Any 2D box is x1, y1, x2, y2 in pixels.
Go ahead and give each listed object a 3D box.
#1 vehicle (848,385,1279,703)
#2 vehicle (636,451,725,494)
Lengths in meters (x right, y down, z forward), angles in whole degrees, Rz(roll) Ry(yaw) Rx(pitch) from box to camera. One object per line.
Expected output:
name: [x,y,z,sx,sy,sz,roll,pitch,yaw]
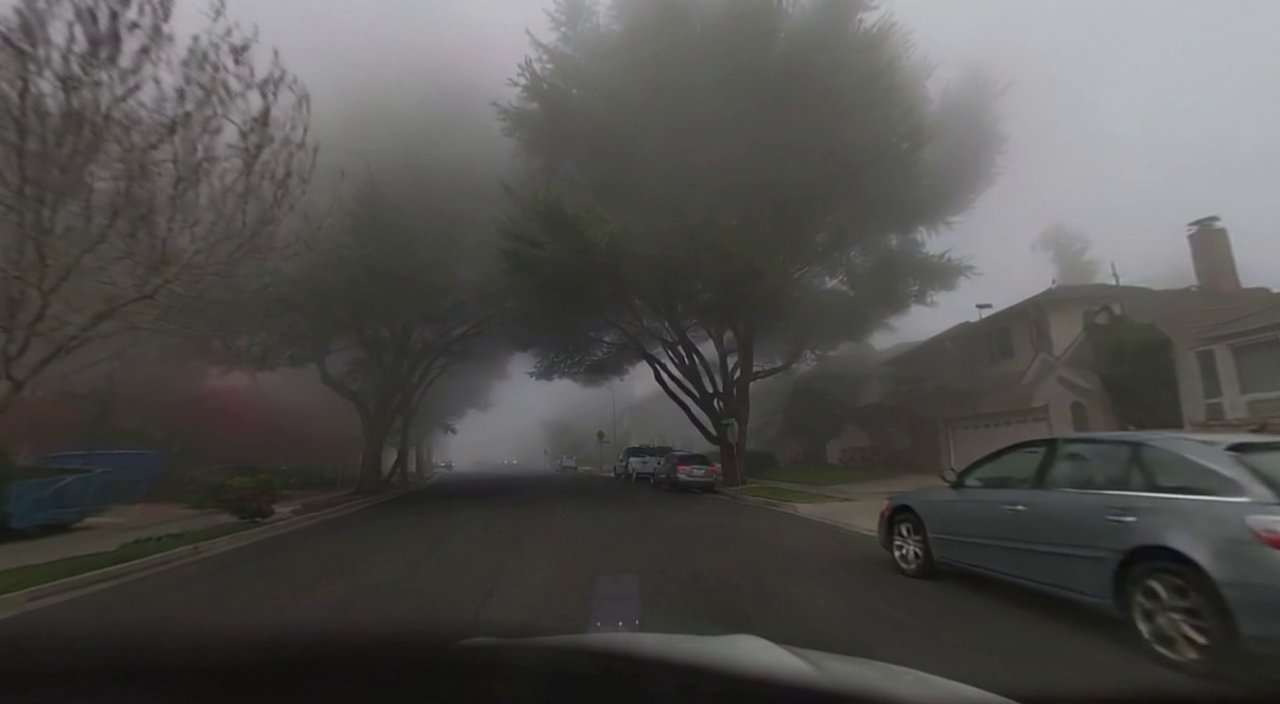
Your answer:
vehicle: [4.081,1.410,5.628,2.111,1.771,4.942,1,-9,-9]
vehicle: [1.459,4.705,25.099,2.193,1.504,4.576,2,-9,-15]
